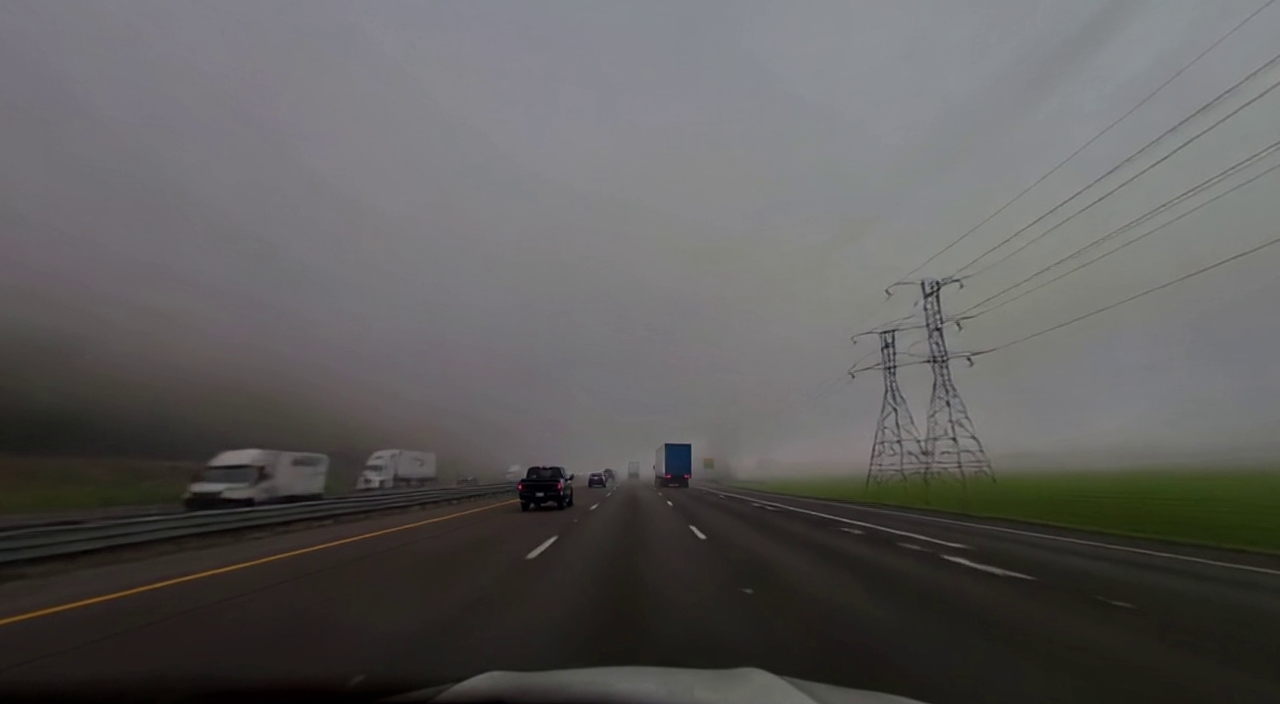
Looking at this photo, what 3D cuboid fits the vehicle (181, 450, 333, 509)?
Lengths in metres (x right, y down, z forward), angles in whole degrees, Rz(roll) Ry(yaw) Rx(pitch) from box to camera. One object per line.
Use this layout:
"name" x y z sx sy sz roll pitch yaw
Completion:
"vehicle" -12.135 4.105 20.438 1.964 1.656 4.650 1 -11 0

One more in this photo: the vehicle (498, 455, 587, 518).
"vehicle" -2.912 4.202 19.946 2.065 1.722 4.441 1 -11 0
